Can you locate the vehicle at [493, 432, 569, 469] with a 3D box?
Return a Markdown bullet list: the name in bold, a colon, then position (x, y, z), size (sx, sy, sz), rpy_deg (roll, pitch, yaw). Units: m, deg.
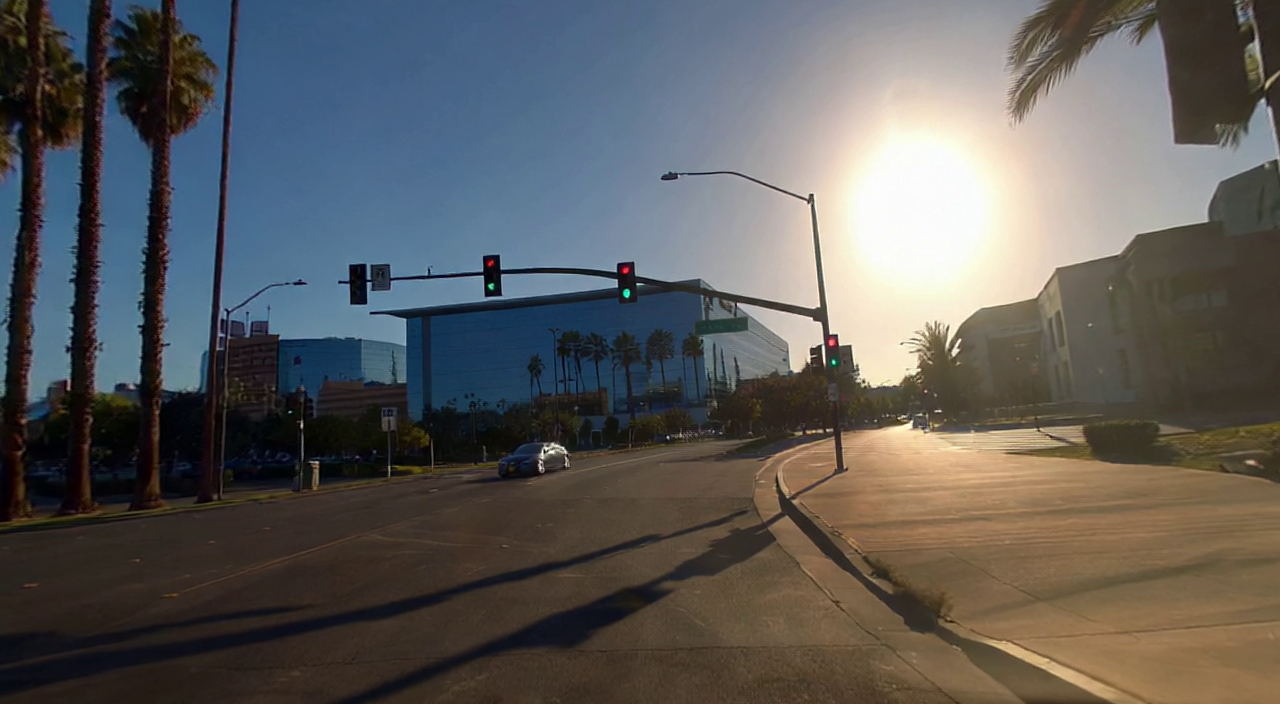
- **vehicle**: position (-5.675, 5.234, 33.624), size (2.181, 1.792, 4.648), rpy_deg (-3, -9, 16)
